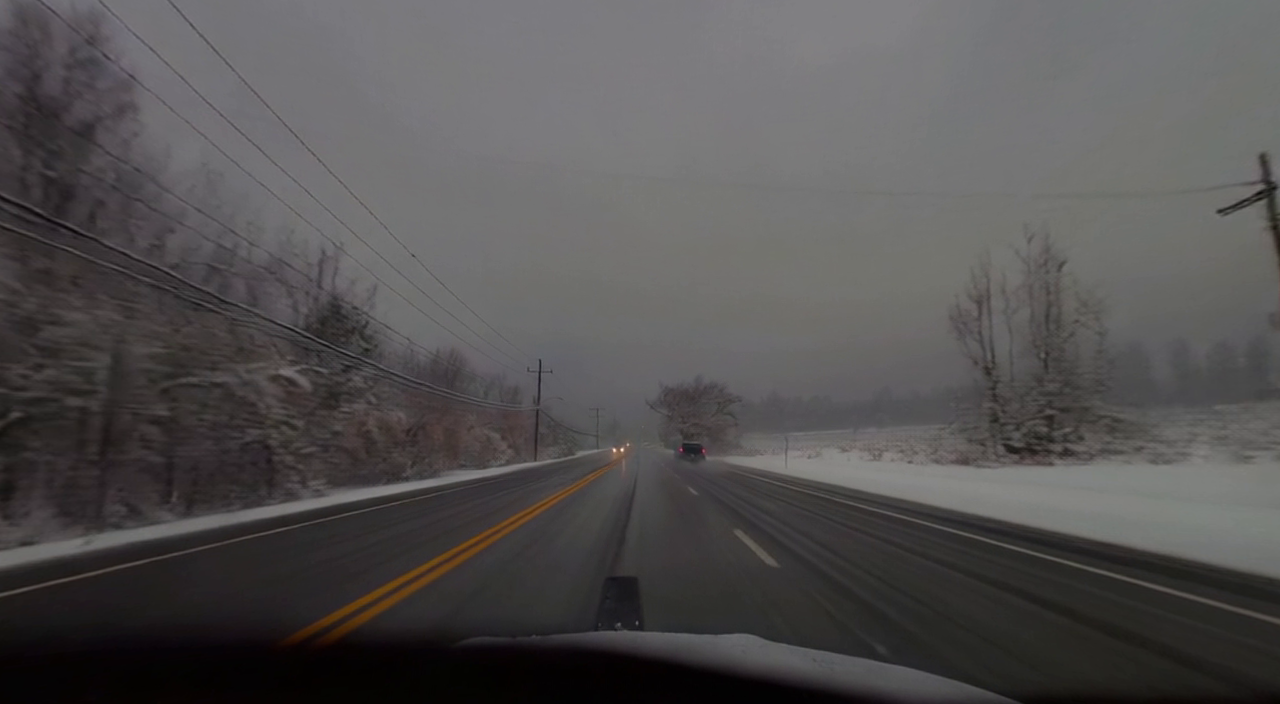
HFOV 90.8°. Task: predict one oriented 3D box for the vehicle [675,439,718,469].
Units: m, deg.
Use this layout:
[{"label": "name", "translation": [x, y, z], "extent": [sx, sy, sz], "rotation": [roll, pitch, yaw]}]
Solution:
[{"label": "vehicle", "translation": [3.383, 6.245, 38.794], "extent": [2.135, 1.692, 4.185], "rotation": [0, -9, -1]}]
